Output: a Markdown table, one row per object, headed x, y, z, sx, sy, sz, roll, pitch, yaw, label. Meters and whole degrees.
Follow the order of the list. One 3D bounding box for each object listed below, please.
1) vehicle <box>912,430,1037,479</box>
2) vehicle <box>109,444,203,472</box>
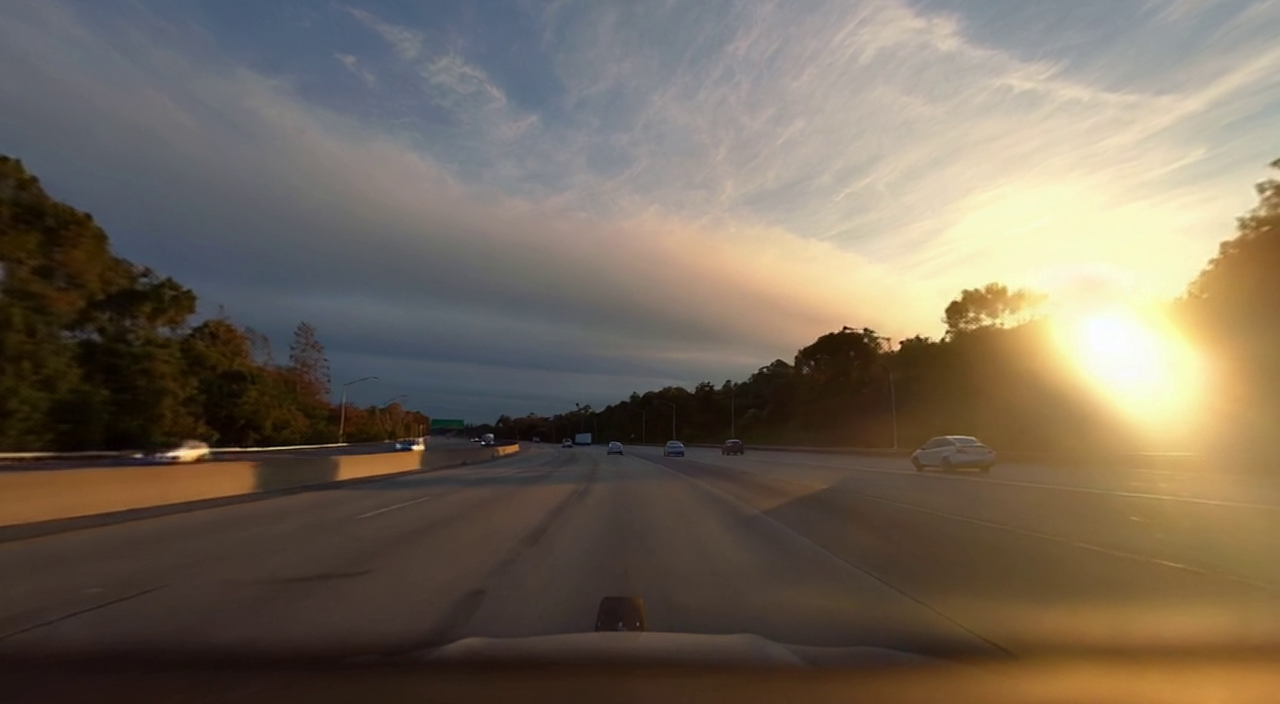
| x | y | z | sx | sy | sz | roll | pitch | yaw | label |
| --- | --- | --- | --- | --- | --- | --- | --- | --- | --- |
| 13.696 | 4.218 | 26.290 | 2.107 | 1.803 | 5.385 | 1 | -8 | -2 | vehicle |
| -28.303 | 6.166 | 37.061 | 1.860 | 1.520 | 4.746 | 0 | -8 | -2 | vehicle |
